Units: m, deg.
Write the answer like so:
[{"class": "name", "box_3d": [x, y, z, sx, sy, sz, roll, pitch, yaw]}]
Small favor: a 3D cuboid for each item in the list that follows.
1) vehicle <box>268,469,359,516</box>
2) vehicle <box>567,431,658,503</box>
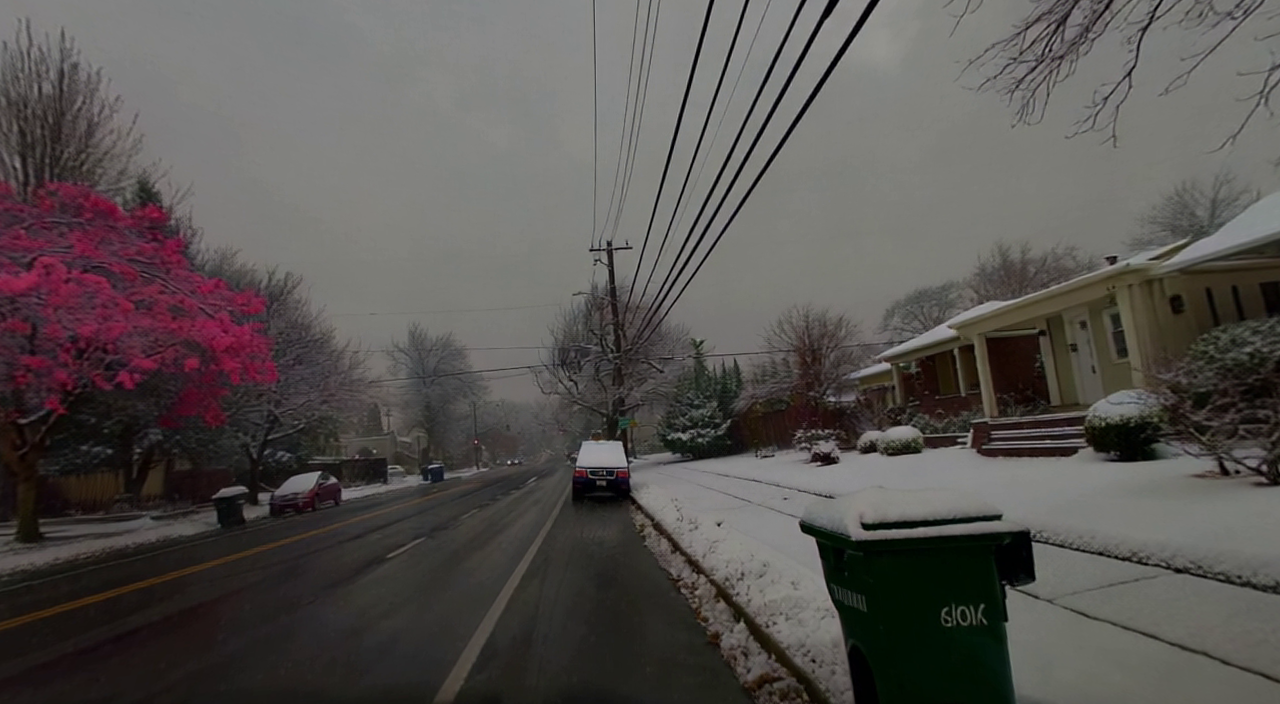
[{"class": "vehicle", "box_3d": [-13.770, 5.924, 26.982, 1.982, 1.660, 4.142, 1, -8, -6]}, {"class": "vehicle", "box_3d": [-0.827, 3.077, 17.387, 2.190, 1.708, 4.115, 0, -8, -4]}]
